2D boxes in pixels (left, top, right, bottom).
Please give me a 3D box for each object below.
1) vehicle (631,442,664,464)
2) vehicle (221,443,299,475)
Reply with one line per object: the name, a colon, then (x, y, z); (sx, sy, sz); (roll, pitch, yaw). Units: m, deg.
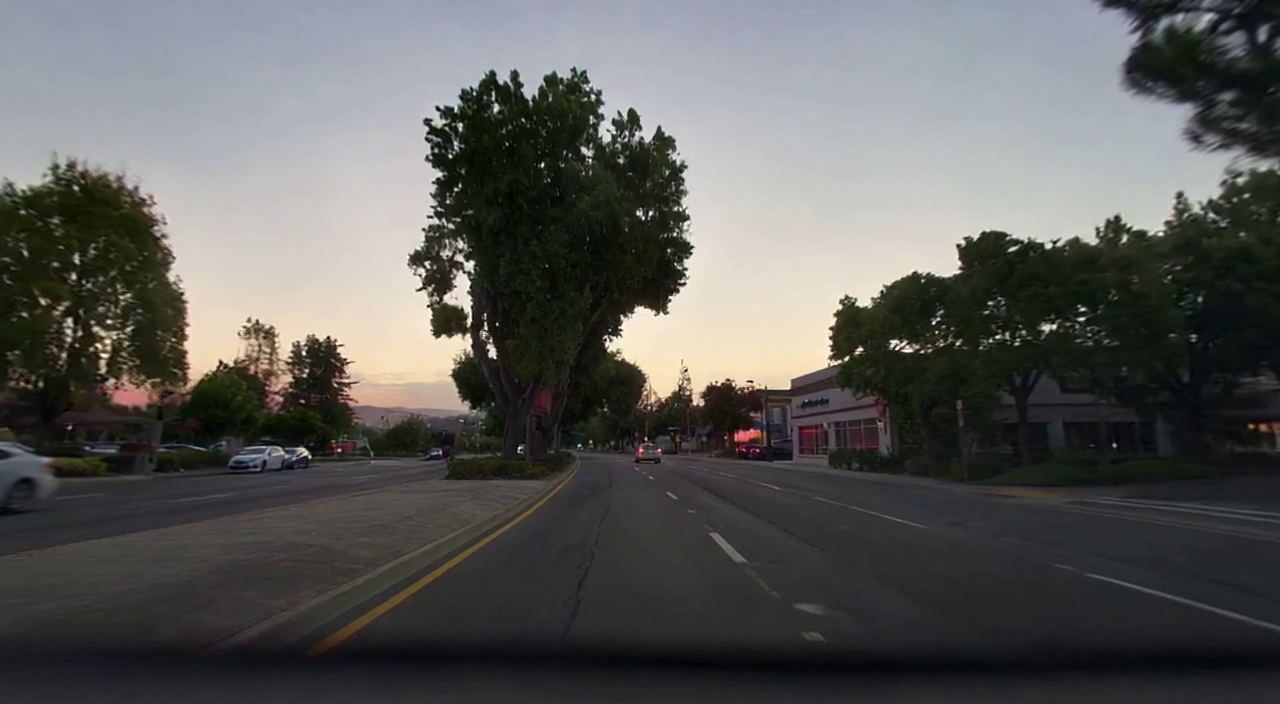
vehicle: (0.481, 7.288, 45.595); (1.913, 1.473, 4.360); (1, -9, -6)
vehicle: (-21.051, 5.903, 35.231); (1.874, 1.651, 4.259); (0, -9, -4)
